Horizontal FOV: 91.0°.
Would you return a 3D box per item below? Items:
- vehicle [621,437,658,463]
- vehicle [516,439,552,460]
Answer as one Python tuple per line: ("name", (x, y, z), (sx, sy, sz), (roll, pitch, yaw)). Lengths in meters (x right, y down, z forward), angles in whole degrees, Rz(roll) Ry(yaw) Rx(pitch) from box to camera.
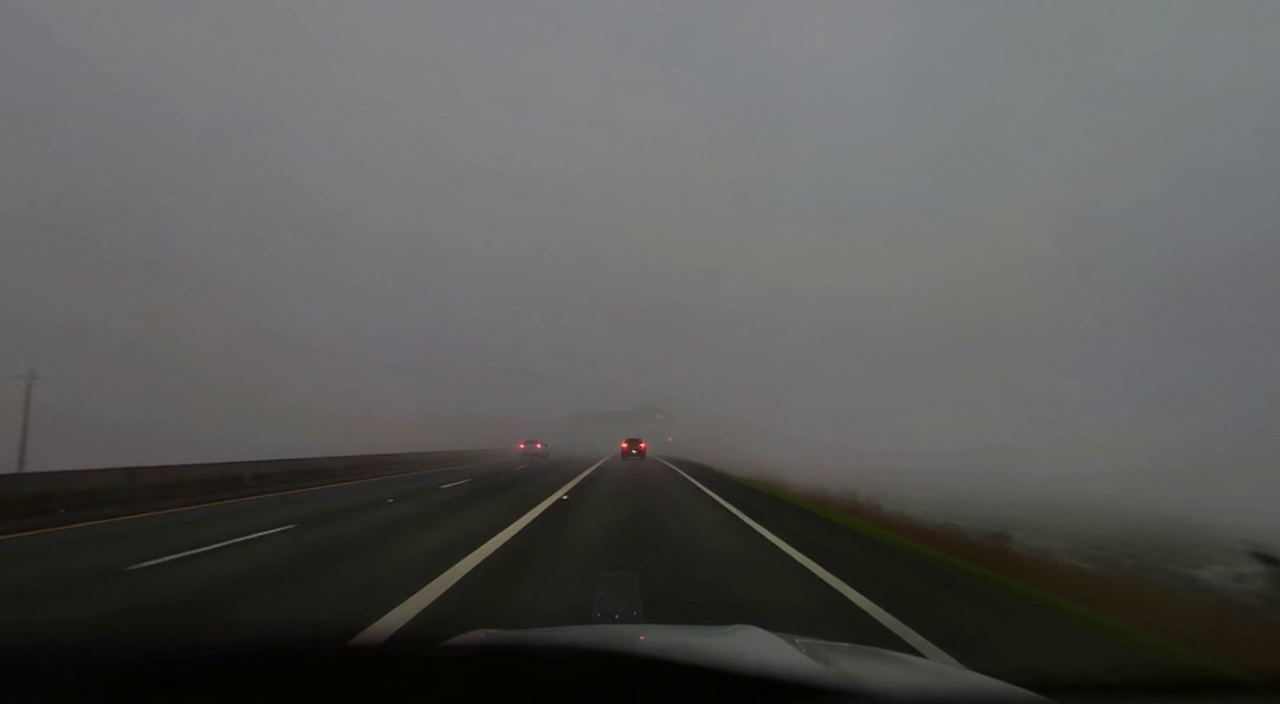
("vehicle", (-0.072, 5.777, 37.267), (2.072, 1.440, 3.690), (0, -8, -1))
("vehicle", (-8.023, 7.457, 48.121), (1.939, 1.504, 4.727), (0, -8, 0))
